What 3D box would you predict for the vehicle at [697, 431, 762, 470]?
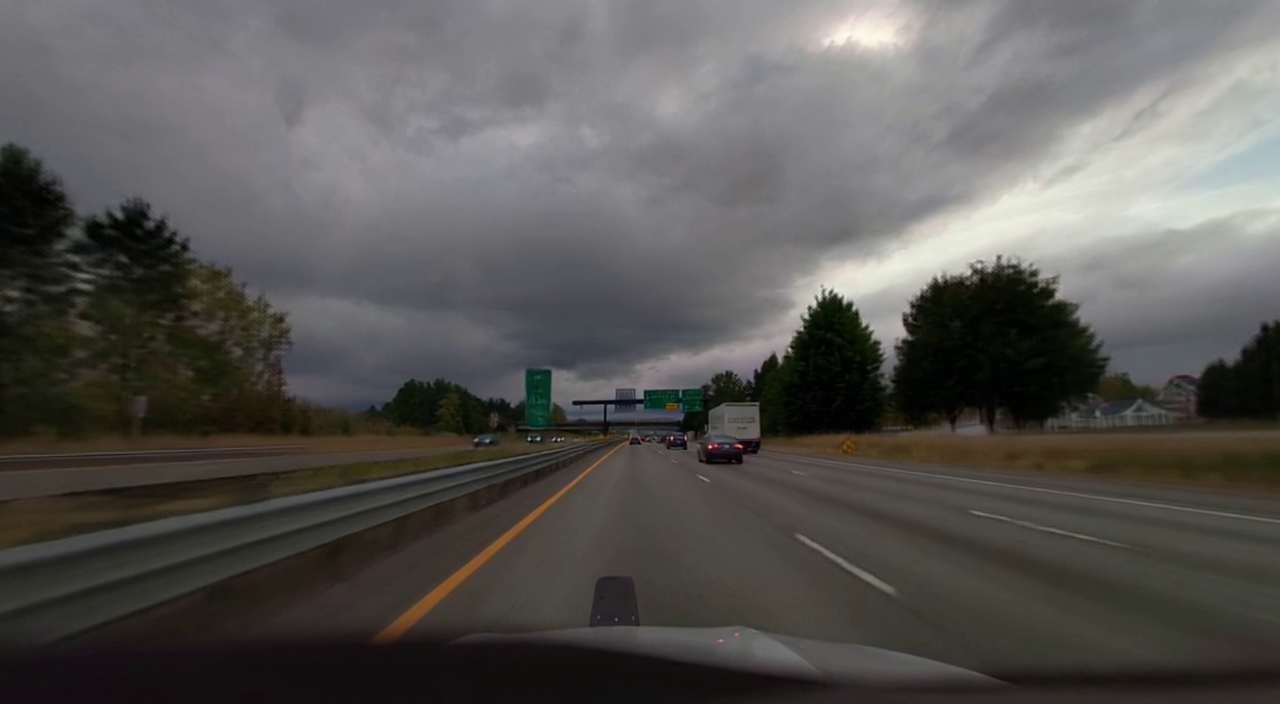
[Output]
[{"bbox_3d":[3.768,4.208,27.296,1.986,1.501,4.529,0,-8,-2],"label":"vehicle"}]
